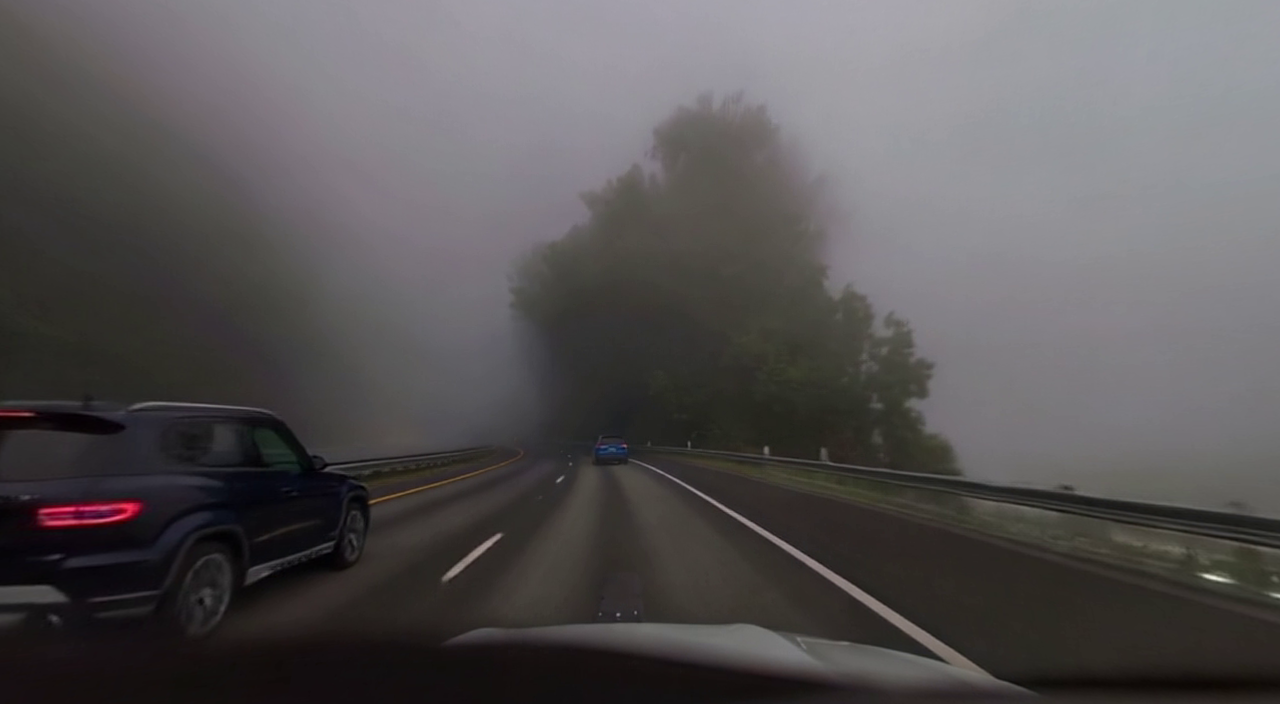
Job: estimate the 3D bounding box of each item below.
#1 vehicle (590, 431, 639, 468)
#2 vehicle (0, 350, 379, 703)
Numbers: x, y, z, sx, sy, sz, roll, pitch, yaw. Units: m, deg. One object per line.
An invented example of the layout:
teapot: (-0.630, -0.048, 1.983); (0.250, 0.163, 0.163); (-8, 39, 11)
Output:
vehicle: (-1.439, 5.231, 33.944); (2.452, 1.857, 4.022); (1, -8, -4)
vehicle: (-4.246, 1.232, 5.351); (2.053, 1.847, 4.760); (0, -8, -1)
